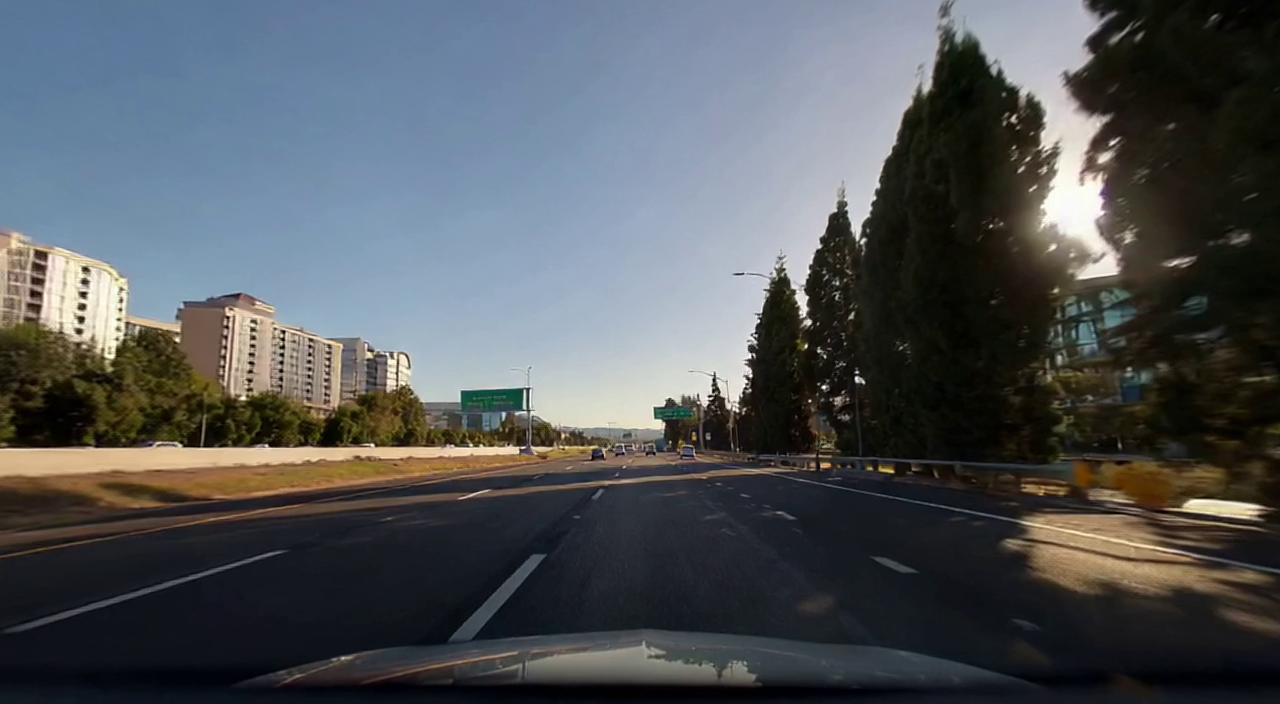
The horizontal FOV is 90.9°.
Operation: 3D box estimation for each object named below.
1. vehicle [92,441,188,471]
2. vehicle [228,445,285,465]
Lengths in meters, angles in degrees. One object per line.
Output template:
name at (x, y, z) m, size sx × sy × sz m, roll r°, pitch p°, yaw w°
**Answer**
vehicle at (-30.372, 6.313, 38.507) m, size 1.975 × 1.717 × 4.668 m, roll 0°, pitch -8°, yaw 1°
vehicle at (-30.192, 8.093, 49.785) m, size 1.717 × 1.466 × 4.377 m, roll 0°, pitch -8°, yaw 0°
